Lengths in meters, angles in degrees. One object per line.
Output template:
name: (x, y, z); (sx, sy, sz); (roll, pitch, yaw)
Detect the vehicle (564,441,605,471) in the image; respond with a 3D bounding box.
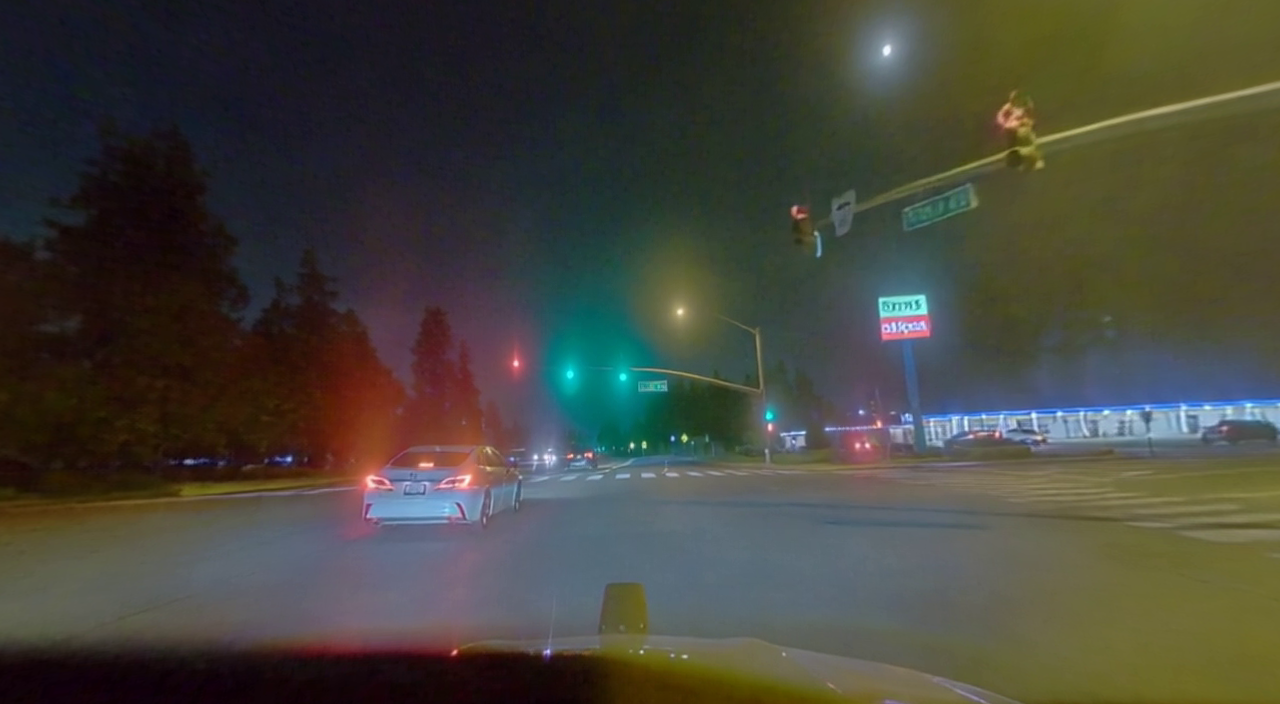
vehicle: (-3.332, 6.341, 38.568); (2.109, 1.692, 4.220); (0, -8, 0)

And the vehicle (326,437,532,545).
vehicle: (-3.287, 2.244, 10.926); (2.018, 1.477, 4.401); (0, -8, 0)
